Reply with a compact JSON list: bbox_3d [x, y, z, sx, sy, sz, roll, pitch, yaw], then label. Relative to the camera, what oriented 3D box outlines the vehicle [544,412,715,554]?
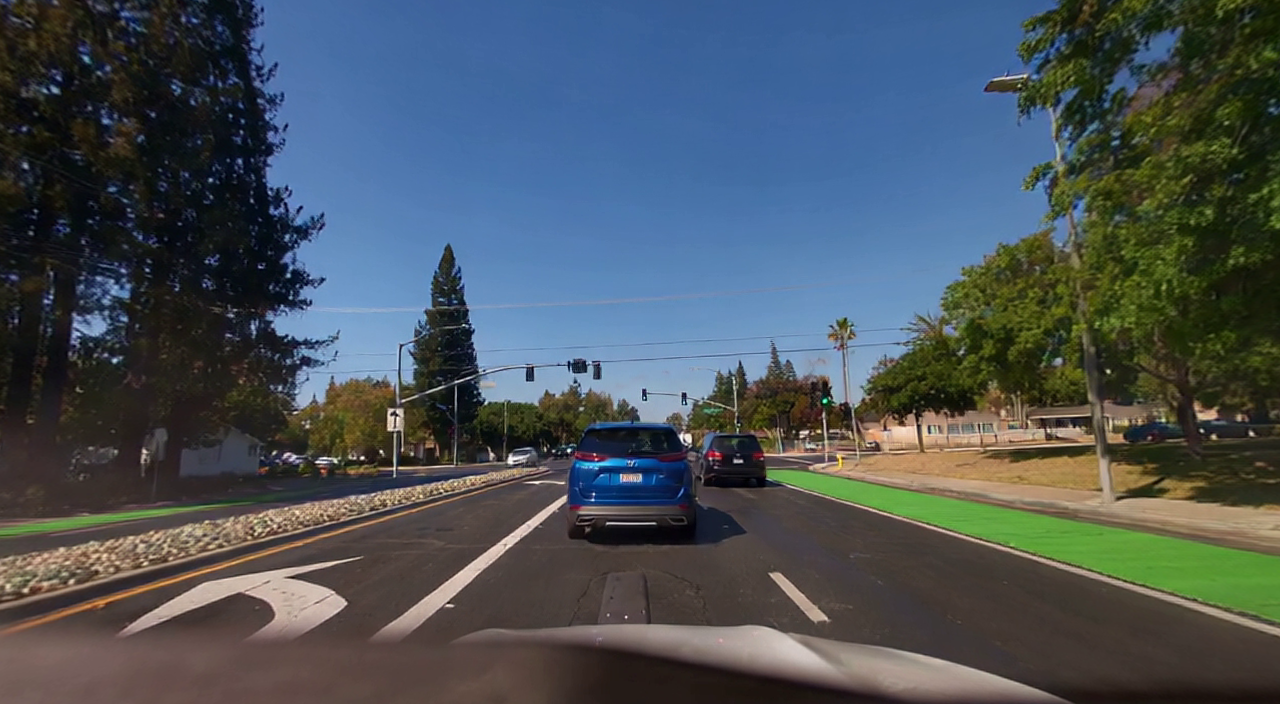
[{"bbox_3d":[-0.114,1.915,9.839,2.109,1.730,3.963,0,-8,1],"label":"vehicle"}]

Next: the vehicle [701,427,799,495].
[{"bbox_3d":[3.189,3.284,19.351,2.189,1.815,4.495,0,-8,0],"label":"vehicle"}]
